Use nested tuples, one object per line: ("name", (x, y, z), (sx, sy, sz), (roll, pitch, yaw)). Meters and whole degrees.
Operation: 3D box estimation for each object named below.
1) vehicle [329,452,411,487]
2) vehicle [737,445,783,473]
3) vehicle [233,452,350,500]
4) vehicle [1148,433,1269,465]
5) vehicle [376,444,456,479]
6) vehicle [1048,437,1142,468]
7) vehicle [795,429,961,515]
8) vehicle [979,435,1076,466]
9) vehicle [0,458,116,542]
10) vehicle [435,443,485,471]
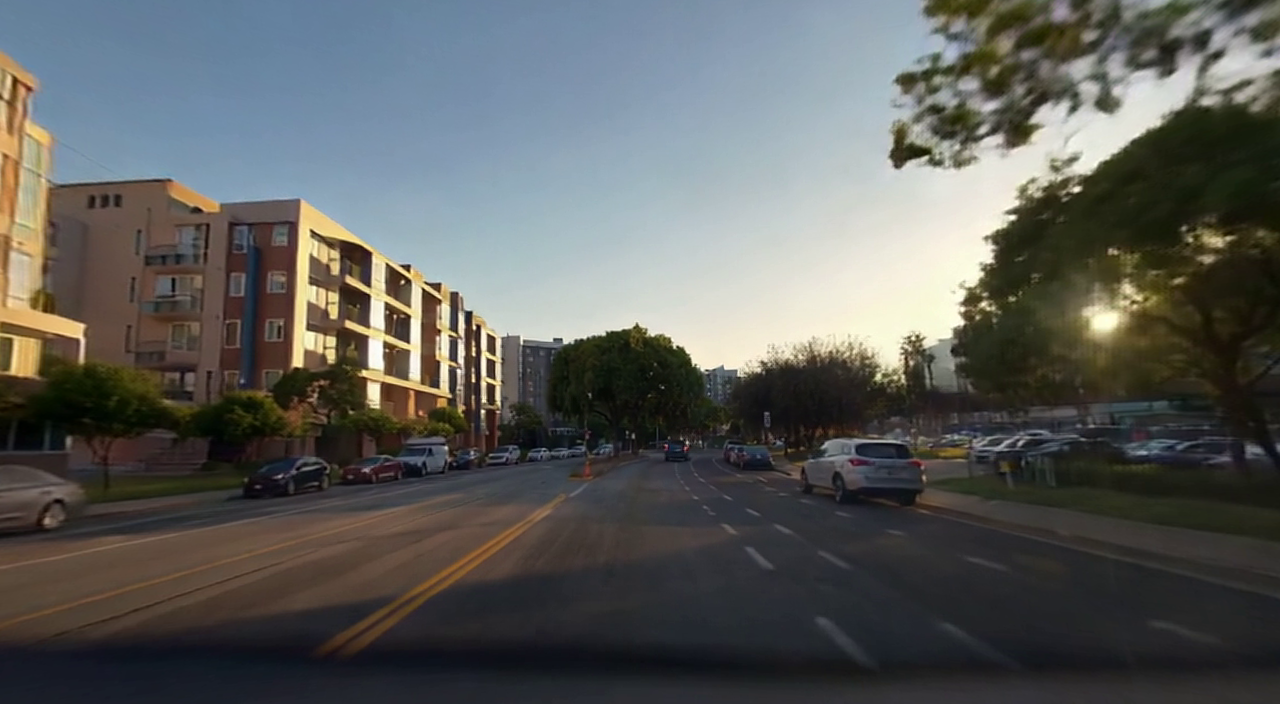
("vehicle", (-12.347, 5.361, 29.205), (1.723, 1.418, 4.359), (0, -8, 2))
("vehicle", (6.689, 5.990, 35.714), (1.947, 1.487, 4.549), (0, -8, 3))
("vehicle", (-12.259, 4.350, 22.529), (1.926, 1.499, 3.869), (0, -8, 0))
("vehicle", (28.412, 4.873, 31.817), (1.790, 1.460, 4.515), (0, -8, -2))
("vehicle", (-12.450, 6.112, 35.654), (2.290, 1.799, 5.801), (0, -8, 2))
("vehicle", (22.764, 5.041, 31.790), (1.797, 1.425, 3.794), (0, -8, -2))
("vehicle", (5.642, 2.906, 15.943), (2.102, 1.781, 5.470), (0, -8, 1))
("vehicle", (19.797, 5.060, 32.545), (2.008, 1.489, 4.775), (0, -8, 1))
("vehicle", (-12.602, 2.739, 11.611), (1.889, 1.461, 4.608), (0, -8, 2))
("vehicle", (-12.214, 7.146, 43.235), (2.001, 1.836, 4.471), (0, -8, 2))
